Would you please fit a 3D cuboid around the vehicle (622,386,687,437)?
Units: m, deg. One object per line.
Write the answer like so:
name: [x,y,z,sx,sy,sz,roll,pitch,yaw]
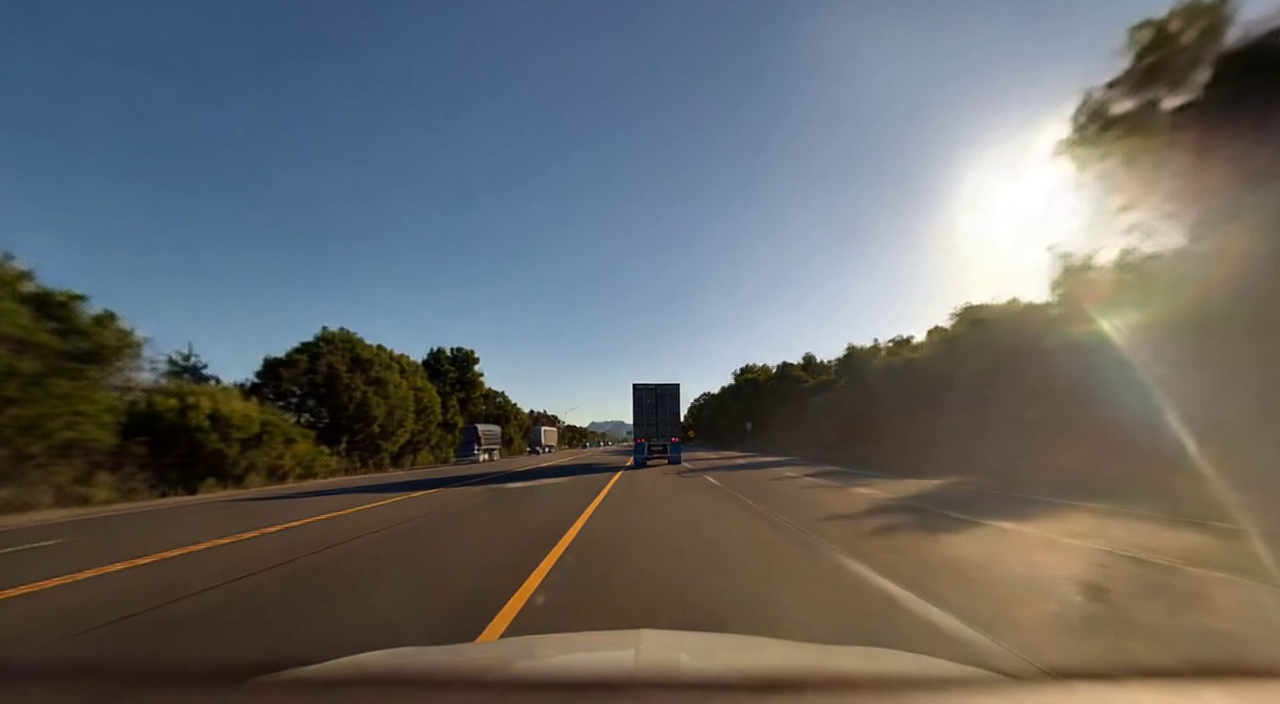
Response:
vehicle: [0.534,2.594,26.390,2.509,1.890,4.732,0,-8,0]
